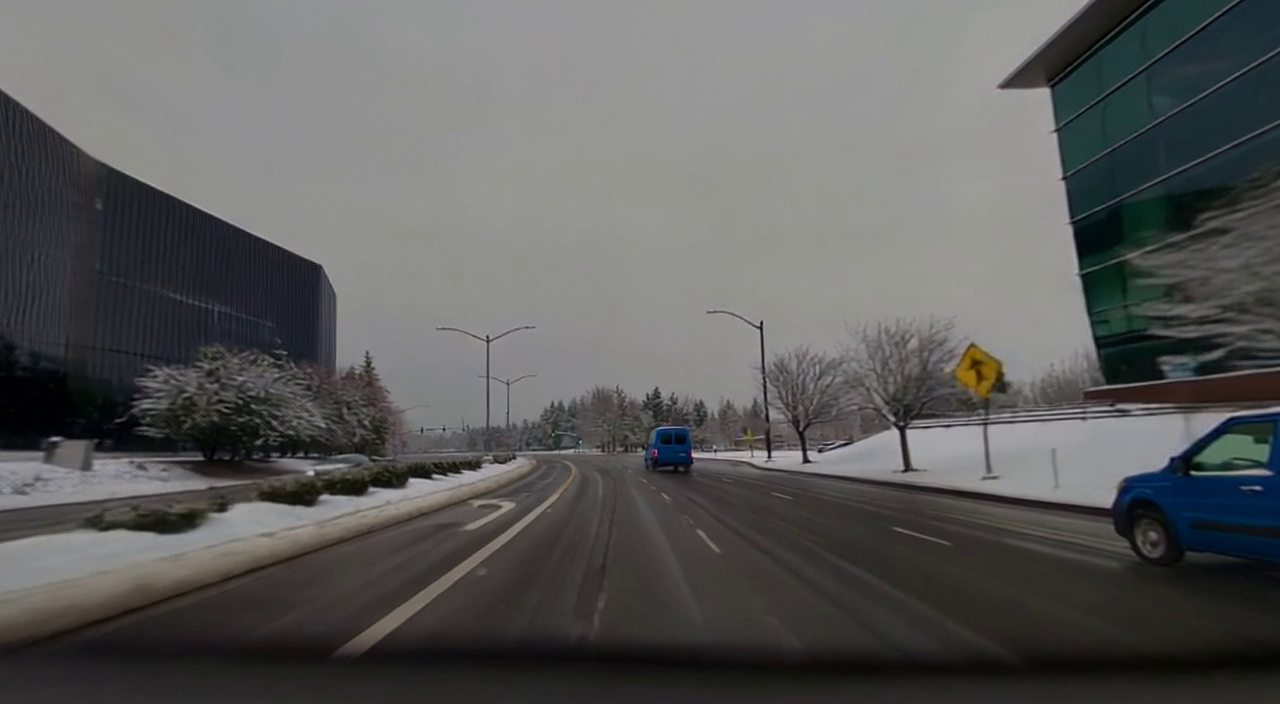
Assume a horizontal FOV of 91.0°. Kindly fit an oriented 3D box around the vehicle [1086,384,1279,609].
[{"bbox_3d":[5.958,1.077,4.641,1.992,1.726,4.434,0,-9,-1],"label":"vehicle"}]

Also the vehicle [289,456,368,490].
[{"bbox_3d":[-15.422,5.963,31.413,1.893,1.447,4.581,0,-8,-4],"label":"vehicle"}]

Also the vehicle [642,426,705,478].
[{"bbox_3d":[1.475,4.759,30.195,2.339,2.244,4.817,0,-9,-5],"label":"vehicle"}]
